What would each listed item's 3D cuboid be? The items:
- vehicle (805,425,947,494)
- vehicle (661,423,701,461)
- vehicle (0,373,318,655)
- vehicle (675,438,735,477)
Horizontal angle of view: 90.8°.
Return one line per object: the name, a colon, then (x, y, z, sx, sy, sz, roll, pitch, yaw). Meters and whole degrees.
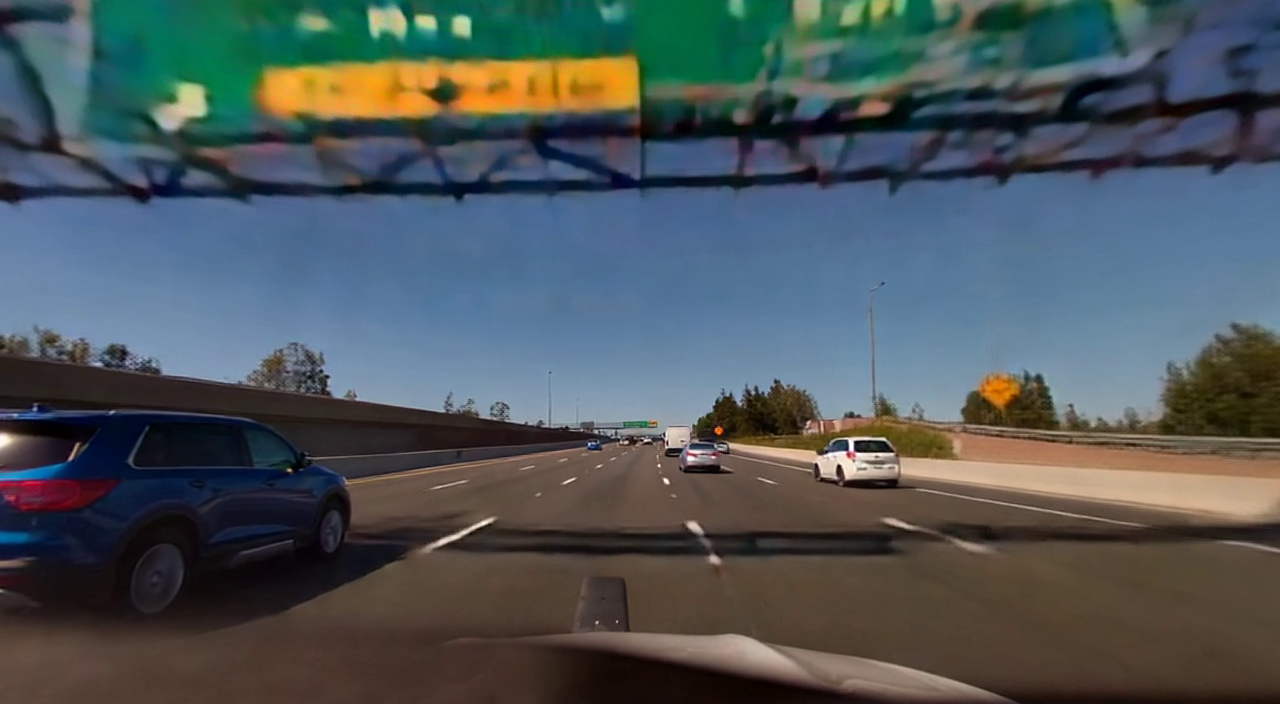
vehicle: (6.561, 3.051, 18.316, 2.184, 1.712, 4.856, 0, -8, 0)
vehicle: (3.038, 6.920, 48.638, 2.629, 2.718, 6.740, 0, -8, 0)
vehicle: (-4.757, 1.168, 5.141, 2.000, 1.646, 4.201, 0, -8, 1)
vehicle: (2.750, 4.613, 27.921, 2.108, 1.509, 5.059, 0, -8, 0)
